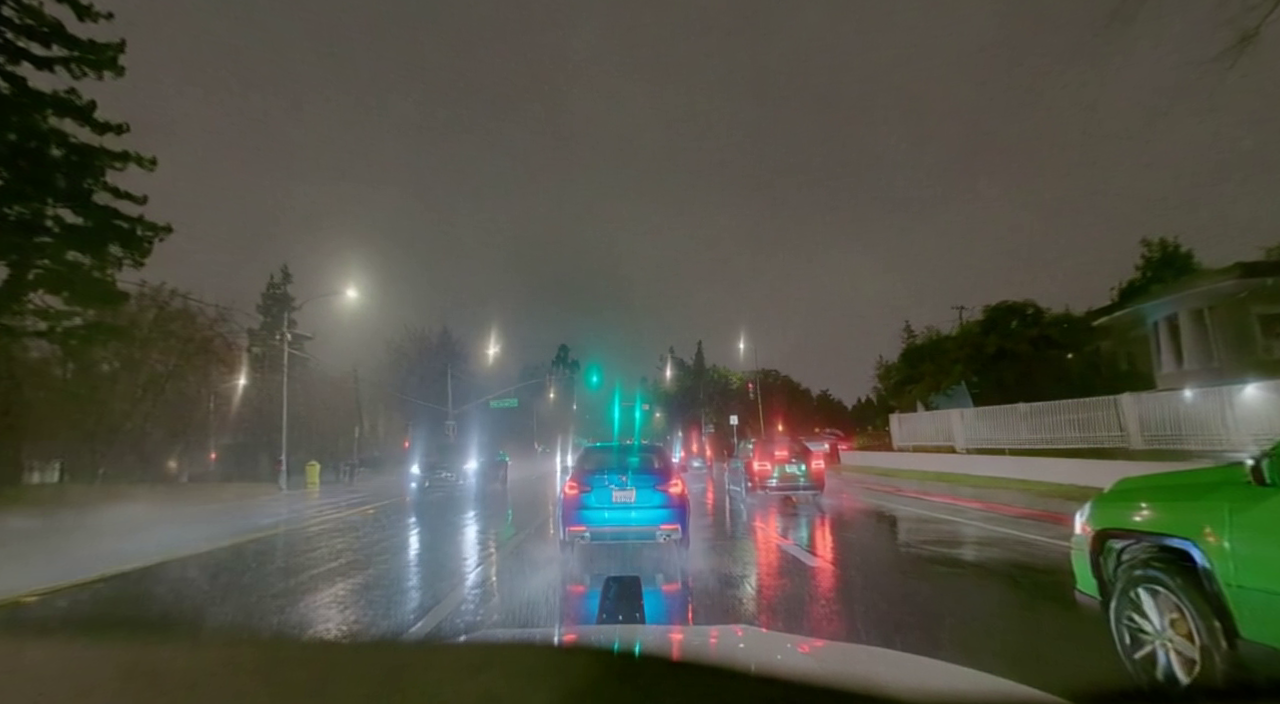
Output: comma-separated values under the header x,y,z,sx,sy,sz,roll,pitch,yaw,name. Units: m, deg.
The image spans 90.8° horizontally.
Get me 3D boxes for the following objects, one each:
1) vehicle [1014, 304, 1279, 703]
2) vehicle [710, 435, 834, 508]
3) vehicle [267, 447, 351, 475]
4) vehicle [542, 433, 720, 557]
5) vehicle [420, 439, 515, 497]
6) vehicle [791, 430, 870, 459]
x,y,z,sx,sy,sz,roll,pitch,yaw,name
3.336,0.619,1.636,2.006,1.766,4.345,0,-8,0,vehicle
3.029,2.841,15.550,1.971,1.517,4.521,0,-8,-1,vehicle
-19.826,6.537,38.005,3.957,1.630,1.881,0,-8,0,vehicle
-0.158,2.069,9.920,2.186,1.500,4.141,0,-8,-1,vehicle
-5.533,3.753,20.917,2.058,1.695,4.319,0,-8,-2,vehicle
12.029,5.892,40.183,4.318,1.729,2.063,0,-8,0,vehicle
